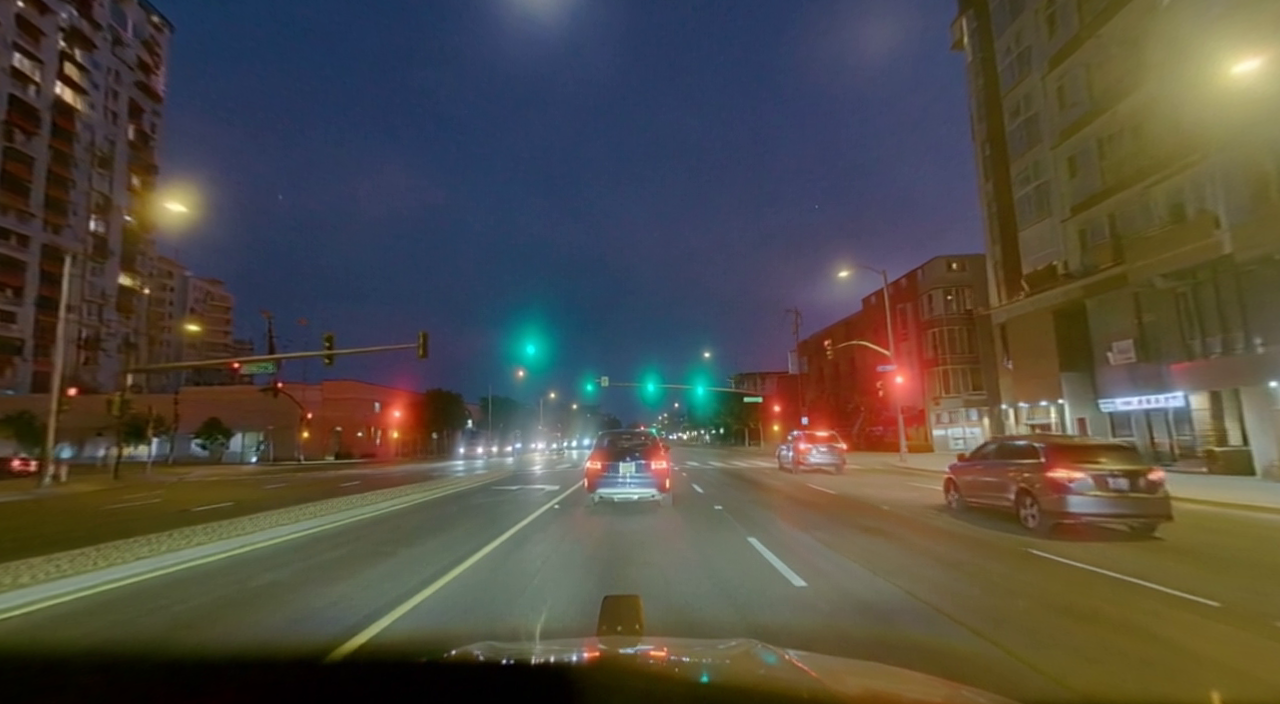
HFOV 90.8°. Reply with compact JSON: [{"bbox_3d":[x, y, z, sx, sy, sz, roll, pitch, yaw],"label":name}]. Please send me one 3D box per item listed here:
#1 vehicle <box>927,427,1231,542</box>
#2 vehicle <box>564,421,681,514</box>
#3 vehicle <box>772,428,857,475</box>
[{"bbox_3d":[6.447,1.966,10.021,1.768,1.417,4.213,0,-9,0],"label":"vehicle"},{"bbox_3d":[-0.303,2.292,12.960,2.032,1.593,3.896,0,-9,0],"label":"vehicle"},{"bbox_3d":[6.495,3.778,24.039,1.963,1.611,4.359,0,-9,-1],"label":"vehicle"}]
